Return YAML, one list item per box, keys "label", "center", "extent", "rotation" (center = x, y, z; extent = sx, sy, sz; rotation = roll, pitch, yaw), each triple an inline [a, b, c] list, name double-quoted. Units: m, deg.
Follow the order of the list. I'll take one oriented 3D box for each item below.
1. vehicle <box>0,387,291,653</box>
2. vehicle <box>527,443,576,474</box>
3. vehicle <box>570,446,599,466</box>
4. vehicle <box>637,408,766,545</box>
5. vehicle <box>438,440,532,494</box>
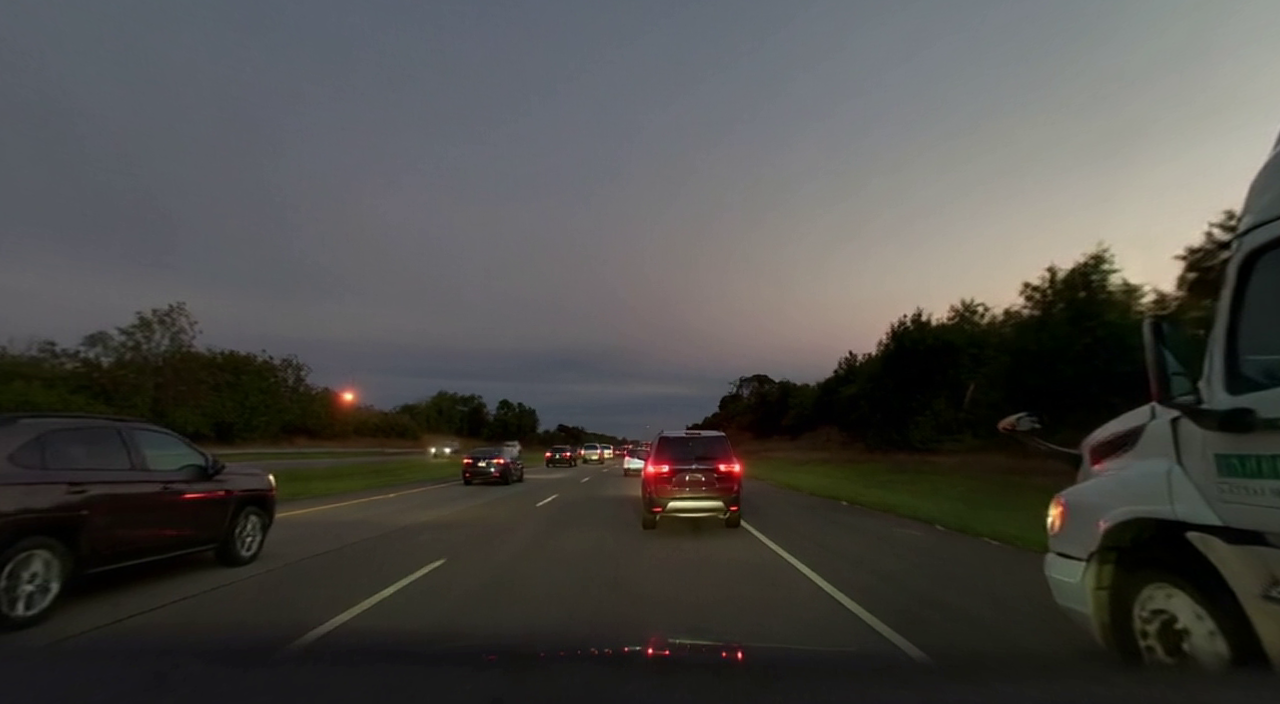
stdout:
- label: "vehicle"
  center: [-4.955, 1.208, 4.959]
  extent: [1.934, 1.642, 4.201]
  rotation: [0, -9, 1]
- label: "vehicle"
  center: [-4.629, 5.624, 33.585]
  extent: [1.855, 1.527, 4.209]
  rotation: [0, -9, 2]
- label: "vehicle"
  center: [-4.289, 8.113, 49.312]
  extent: [1.857, 1.423, 3.920]
  rotation: [0, -9, 1]
- label: "vehicle"
  center: [0.865, 2.072, 11.009]
  extent: [1.825, 1.920, 3.960]
  rotation: [0, -9, 0]
- label: "vehicle"
  center: [-4.678, 3.527, 19.626]
  extent: [1.867, 1.489, 3.829]
  rotation: [0, -9, 1]
